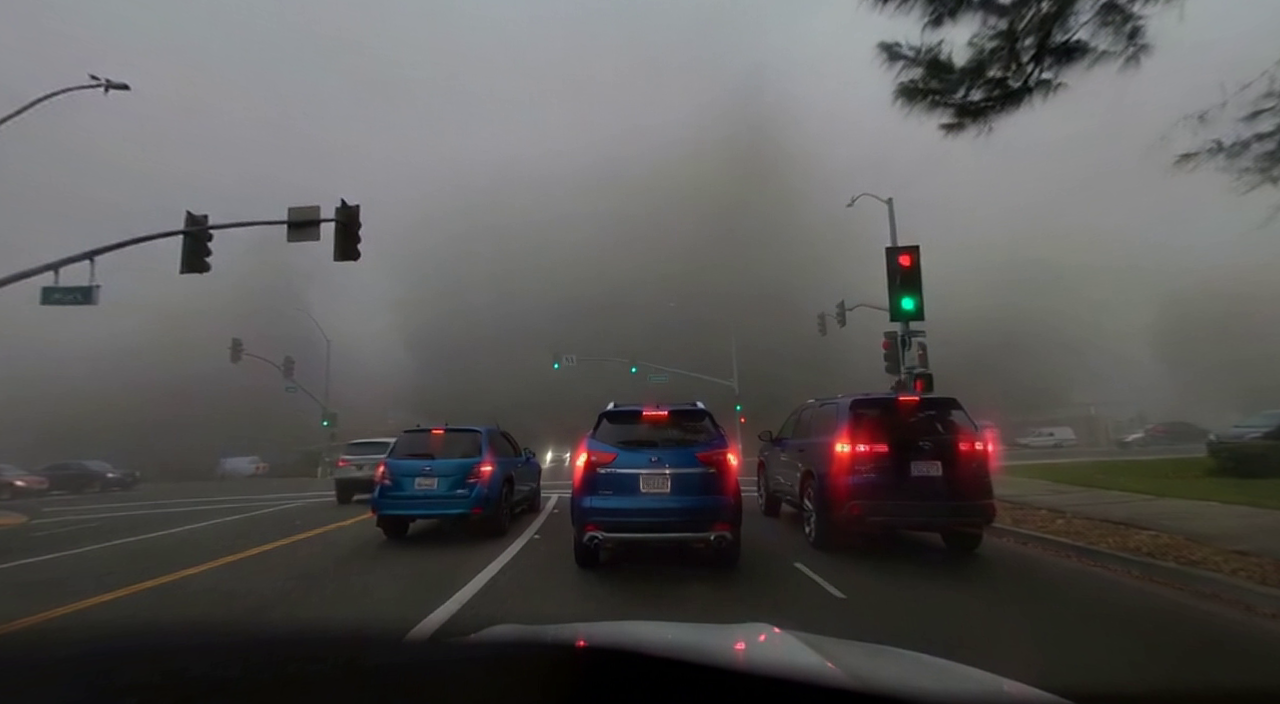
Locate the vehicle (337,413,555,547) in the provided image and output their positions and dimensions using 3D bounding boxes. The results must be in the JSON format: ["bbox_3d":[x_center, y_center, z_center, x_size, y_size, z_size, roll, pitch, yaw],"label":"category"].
[{"bbox_3d":[-2.742,1.938,10.218,2.058,1.659,4.514,0,-8,0],"label":"vehicle"}]

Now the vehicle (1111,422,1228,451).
[{"bbox_3d":[28.139,4.513,33.617,4.512,1.444,1.859,-1,-8,0],"label":"vehicle"}]

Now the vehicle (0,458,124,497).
[{"bbox_3d":[-24.008,5.046,25.540,4.383,1.456,1.999,0,-8,-1],"label":"vehicle"}]

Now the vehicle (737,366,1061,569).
[{"bbox_3d":[3.091,1.593,9.356,2.338,2.063,5.672,0,-8,0],"label":"vehicle"}]

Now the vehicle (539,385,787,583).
[{"bbox_3d":[0.182,1.504,7.883,2.235,1.778,4.178,0,-8,-1],"label":"vehicle"}]

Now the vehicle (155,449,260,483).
[{"bbox_3d":[-22.581,5.934,32.986,4.316,1.689,2.108,-3,-9,15],"label":"vehicle"}]
